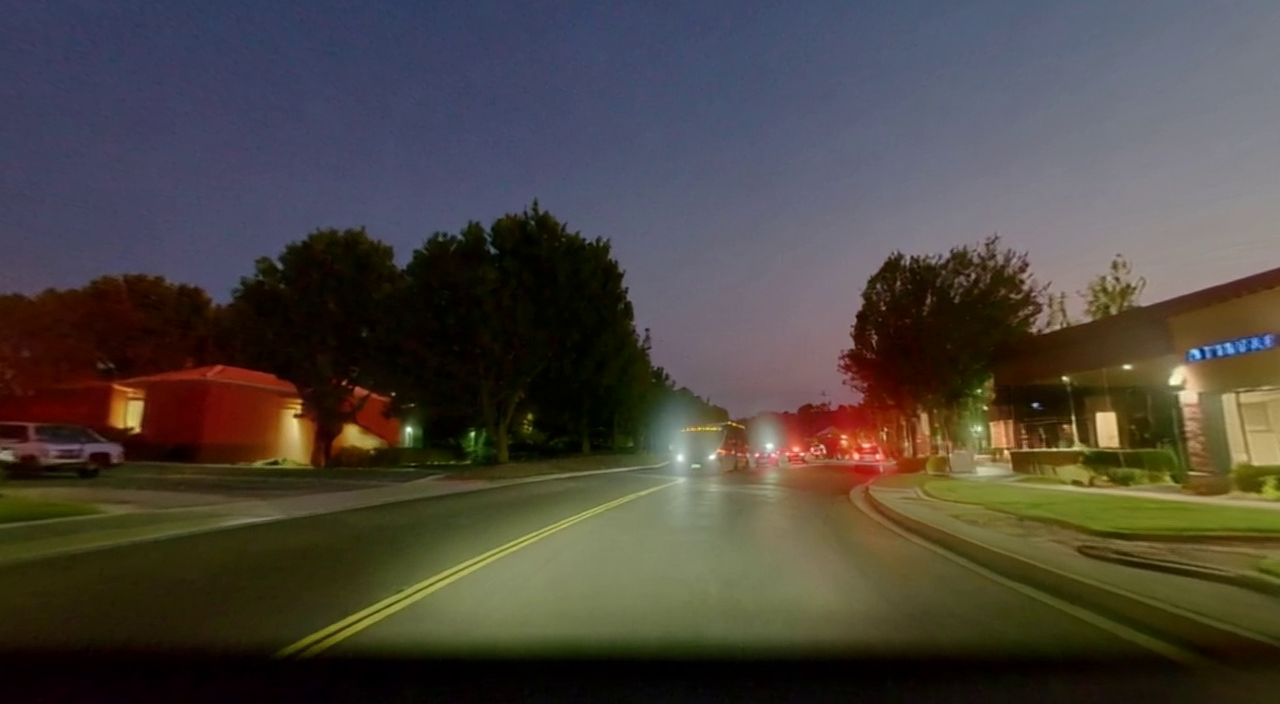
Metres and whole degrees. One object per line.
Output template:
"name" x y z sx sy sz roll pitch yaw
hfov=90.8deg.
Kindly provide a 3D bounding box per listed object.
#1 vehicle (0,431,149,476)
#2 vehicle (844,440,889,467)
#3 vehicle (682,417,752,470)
"vehicle" -23.046 4.098 25.624 4.410 1.689 1.974 2 -9 -17
"vehicle" 15.808 7.089 44.334 2.292 1.767 5.128 -2 -9 13
"vehicle" 4.710 5.460 37.500 2.674 2.815 6.582 -3 -9 19
